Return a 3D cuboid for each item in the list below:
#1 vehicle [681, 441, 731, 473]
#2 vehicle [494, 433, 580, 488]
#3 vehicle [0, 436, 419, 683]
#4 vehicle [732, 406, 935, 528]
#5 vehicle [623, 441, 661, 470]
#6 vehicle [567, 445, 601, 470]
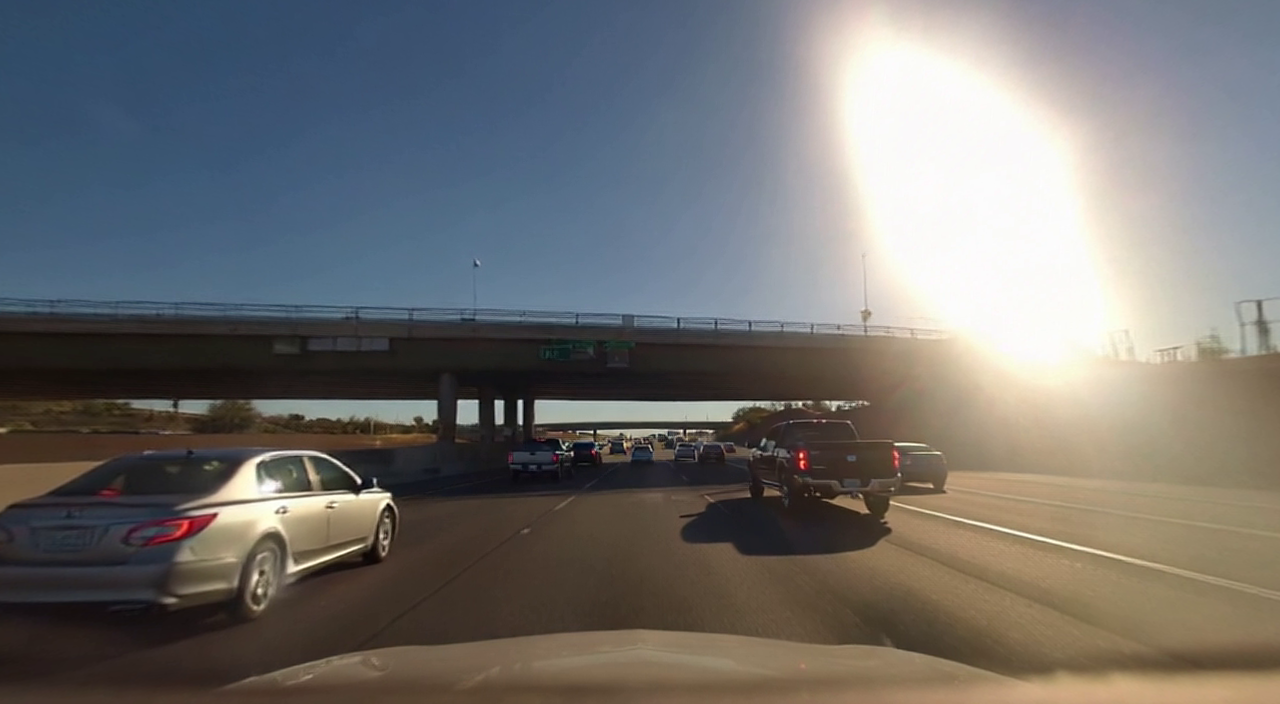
[{"bbox_3d":[3.546,5.731,34.655,2.145,1.636,4.437,1,-9,-1],"label":"vehicle"},{"bbox_3d":[-3.622,3.939,23.170,2.176,1.783,4.799,0,-9,2],"label":"vehicle"},{"bbox_3d":[-3.854,1.542,5.906,1.947,1.424,4.264,0,-9,1],"label":"vehicle"},{"bbox_3d":[3.523,2.265,12.931,2.340,1.925,5.529,0,-9,-1],"label":"vehicle"},{"bbox_3d":[0.091,6.215,37.972,2.147,1.572,4.094,0,-9,0],"label":"vehicle"},{"bbox_3d":[-3.591,6.848,41.118,1.907,1.484,3.954,0,-9,0],"label":"vehicle"}]
